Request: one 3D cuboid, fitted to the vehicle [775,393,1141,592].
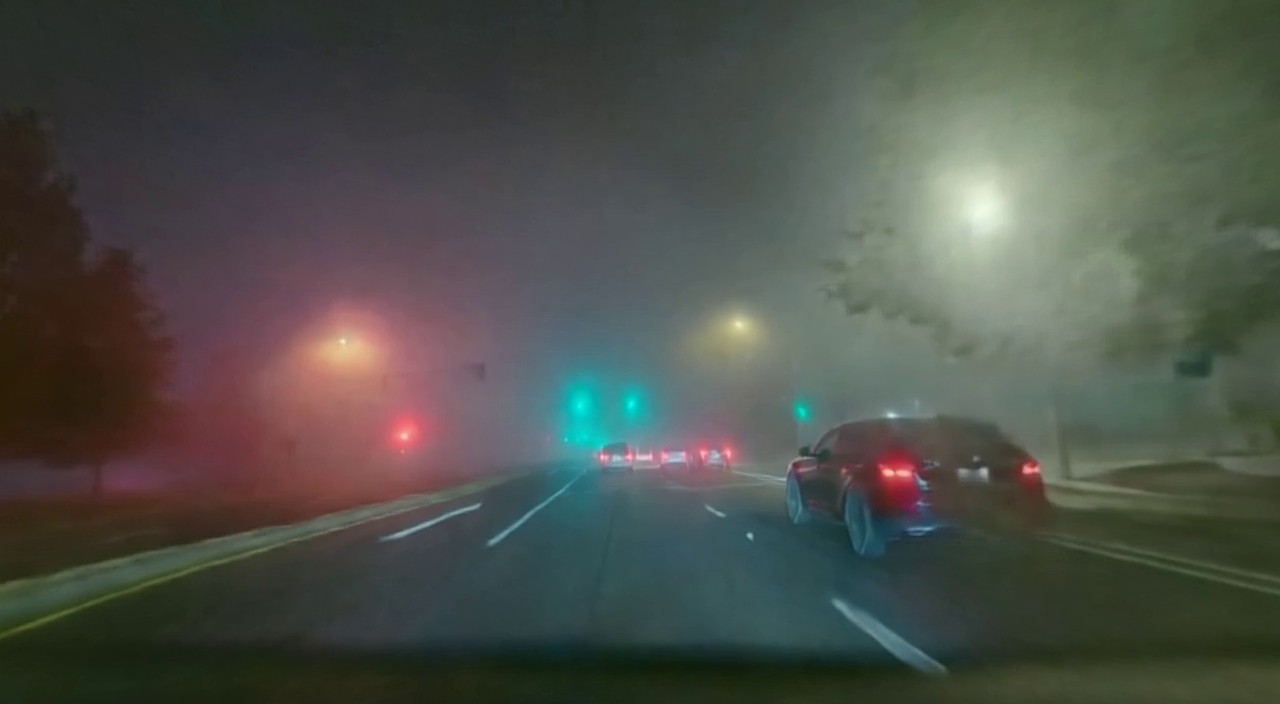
[{"bbox_3d":[3.229,1.565,7.788,1.893,1.664,4.670,0,-9,-2],"label":"vehicle"}]

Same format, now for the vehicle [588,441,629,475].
[{"bbox_3d":[-1.698,5.695,34.019,2.101,1.641,4.341,0,-9,-3],"label":"vehicle"}]

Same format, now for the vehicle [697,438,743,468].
[{"bbox_3d":[5.312,6.820,42.742,2.052,1.886,5.297,0,-9,-4],"label":"vehicle"}]
